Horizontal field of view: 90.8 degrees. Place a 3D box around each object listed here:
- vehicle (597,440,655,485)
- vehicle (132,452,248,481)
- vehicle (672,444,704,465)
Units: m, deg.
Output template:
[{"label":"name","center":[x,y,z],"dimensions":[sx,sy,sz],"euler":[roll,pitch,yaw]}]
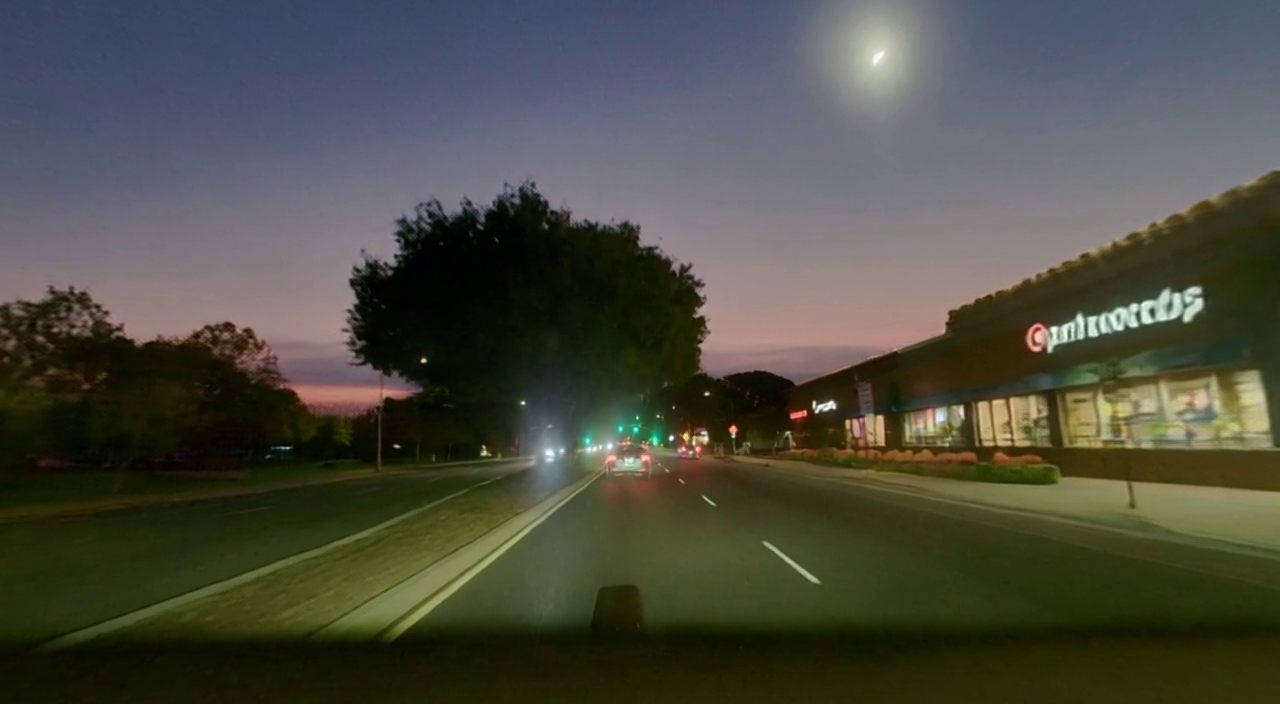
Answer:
[{"label":"vehicle","center":[-0.503,4.051,23.408],"dimensions":[2.006,1.487,3.535],"euler":[0,-9,-1]},{"label":"vehicle","center":[-23.208,5.911,32.745],"dimensions":[4.472,1.412,1.891],"euler":[0,-9,-3]},{"label":"vehicle","center":[3.497,7.545,46.663],"dimensions":[1.910,1.474,4.003],"euler":[0,-9,-2]}]
